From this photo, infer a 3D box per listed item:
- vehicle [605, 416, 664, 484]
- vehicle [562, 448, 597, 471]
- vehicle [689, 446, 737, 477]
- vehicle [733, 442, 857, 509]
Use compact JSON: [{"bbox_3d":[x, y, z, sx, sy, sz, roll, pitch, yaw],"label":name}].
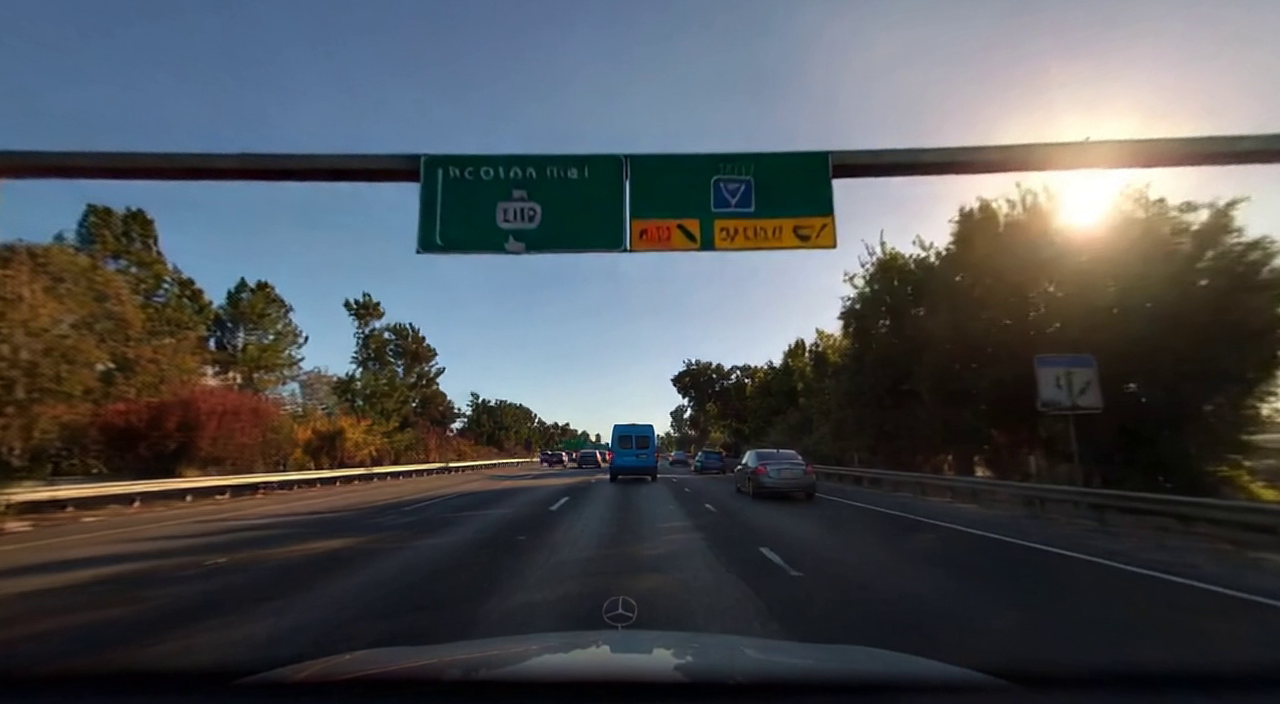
[{"bbox_3d":[-0.230,4.150,26.551,2.268,2.551,5.144,0,-9,0],"label":"vehicle"},{"bbox_3d":[-4.118,7.413,43.395,2.003,1.498,4.386,0,-9,-1],"label":"vehicle"},{"bbox_3d":[3.737,5.728,32.956,1.978,1.510,4.462,0,-9,0],"label":"vehicle"},{"bbox_3d":[3.863,3.172,16.593,2.015,1.491,4.732,0,-9,-1],"label":"vehicle"}]
